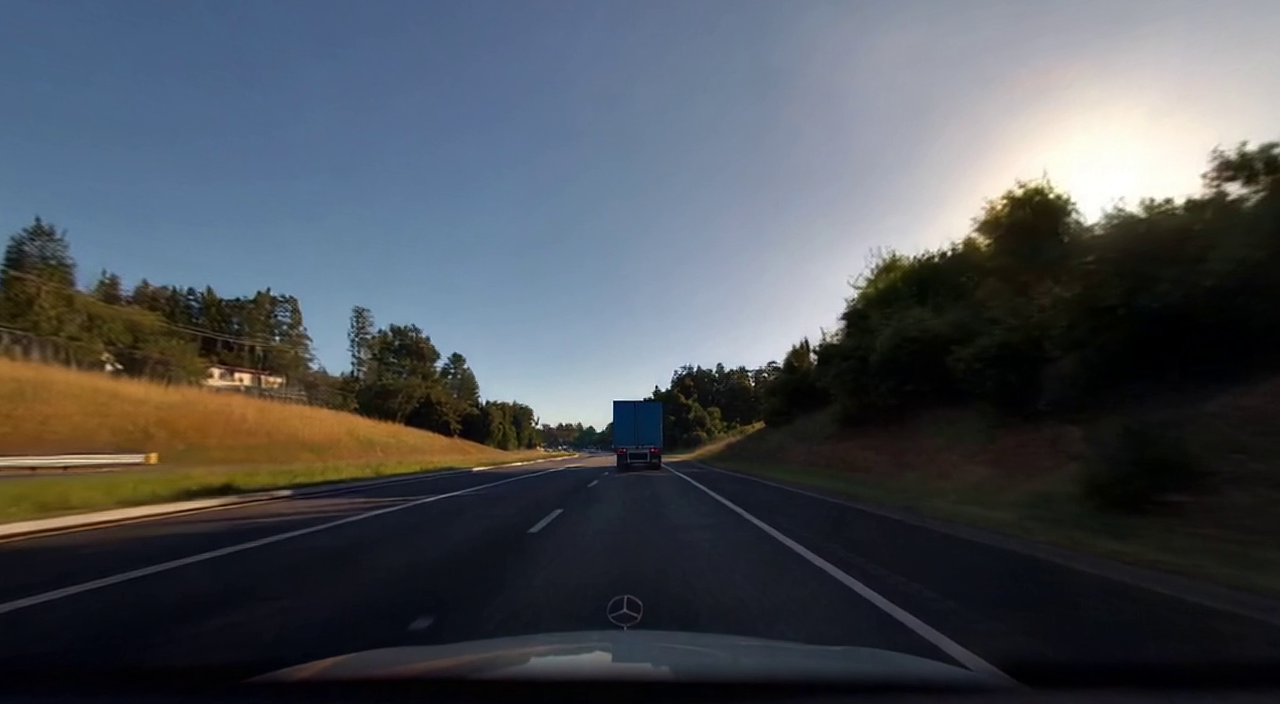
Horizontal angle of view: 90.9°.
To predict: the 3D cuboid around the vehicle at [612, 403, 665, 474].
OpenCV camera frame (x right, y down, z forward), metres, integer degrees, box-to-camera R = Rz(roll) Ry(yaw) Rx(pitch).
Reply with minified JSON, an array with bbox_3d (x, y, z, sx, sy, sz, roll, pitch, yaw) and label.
[{"bbox_3d":[-0.134,5.731,41.014,2.982,3.947,11.075,0,-9,-1],"label":"vehicle"}]
